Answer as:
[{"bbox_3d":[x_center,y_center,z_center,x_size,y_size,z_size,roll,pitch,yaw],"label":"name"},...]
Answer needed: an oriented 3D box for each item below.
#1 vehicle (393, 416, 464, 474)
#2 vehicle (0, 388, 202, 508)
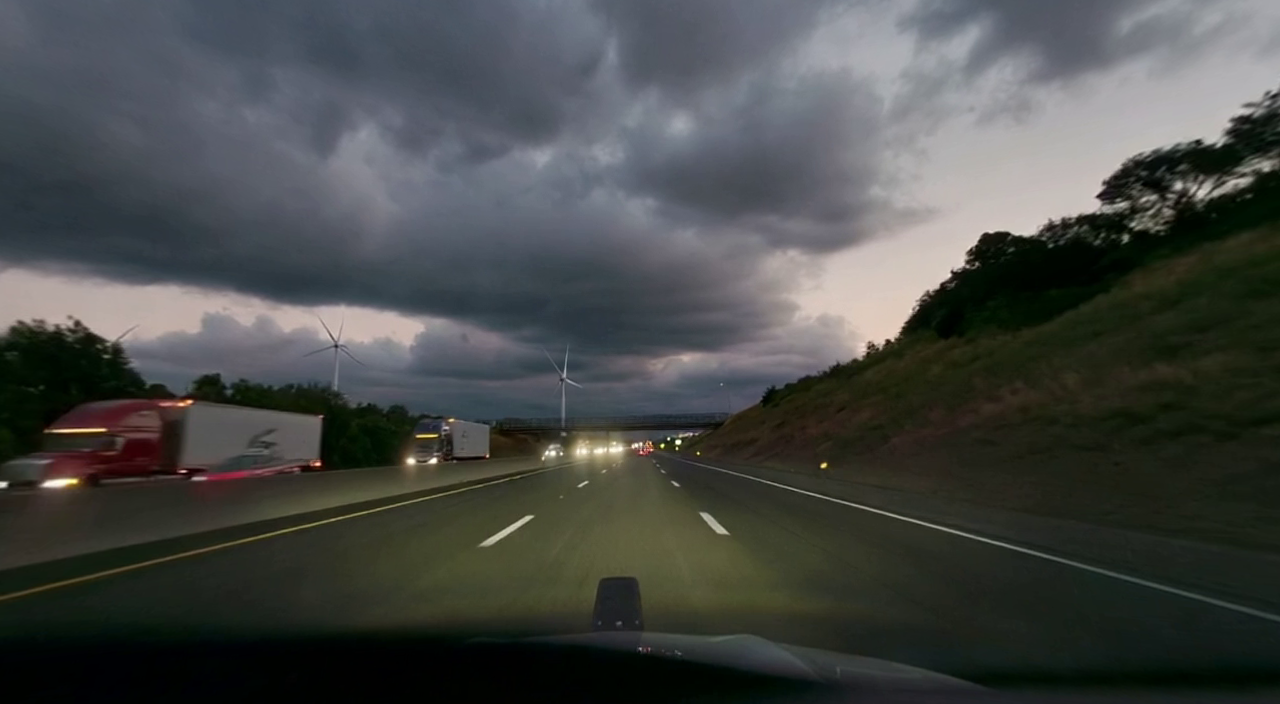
[{"bbox_3d":[-15.686,6.978,47.343,3.154,4.039,6.070,0,-9,0],"label":"vehicle"},{"bbox_3d":[-19.715,3.489,23.069,2.978,3.778,5.928,0,-9,0],"label":"vehicle"}]
